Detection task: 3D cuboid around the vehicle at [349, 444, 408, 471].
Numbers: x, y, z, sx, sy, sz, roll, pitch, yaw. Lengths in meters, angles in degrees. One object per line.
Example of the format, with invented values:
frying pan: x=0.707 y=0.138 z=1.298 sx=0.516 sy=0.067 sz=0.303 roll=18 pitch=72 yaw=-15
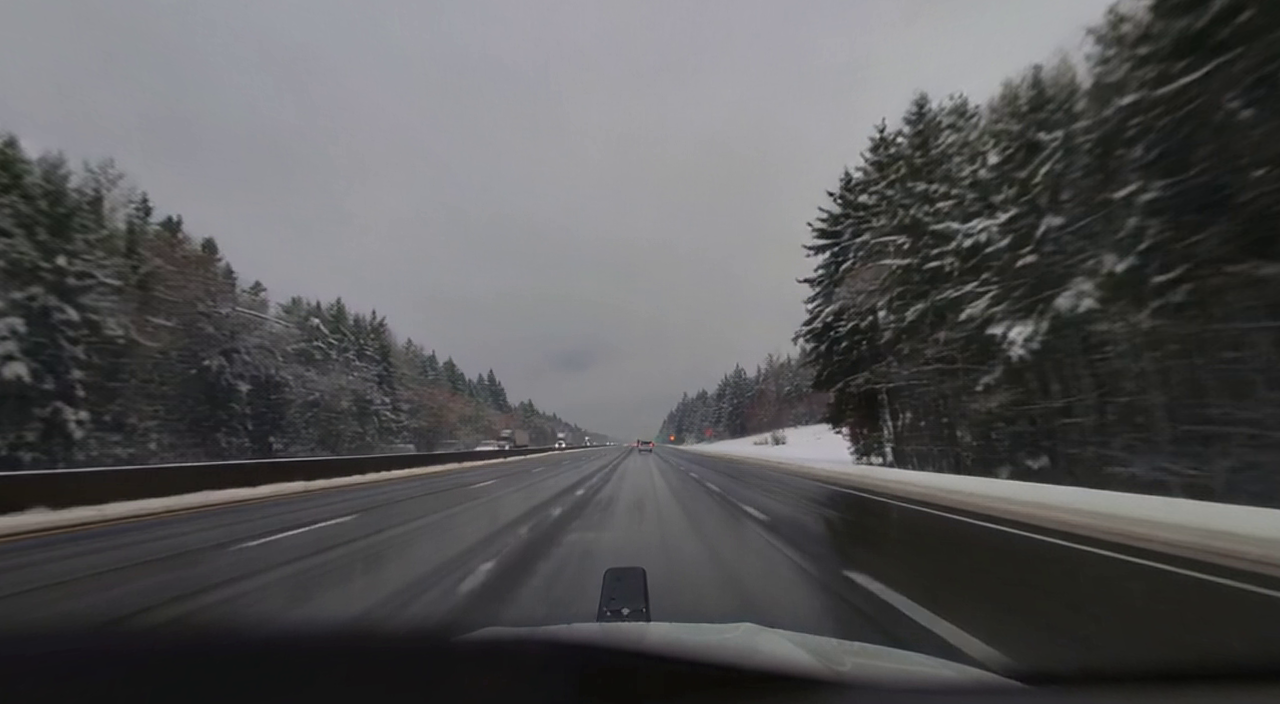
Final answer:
vehicle: x=-14.646 y=5.908 z=35.398 sx=1.721 sy=1.416 sz=3.633 roll=0 pitch=-8 yaw=0
